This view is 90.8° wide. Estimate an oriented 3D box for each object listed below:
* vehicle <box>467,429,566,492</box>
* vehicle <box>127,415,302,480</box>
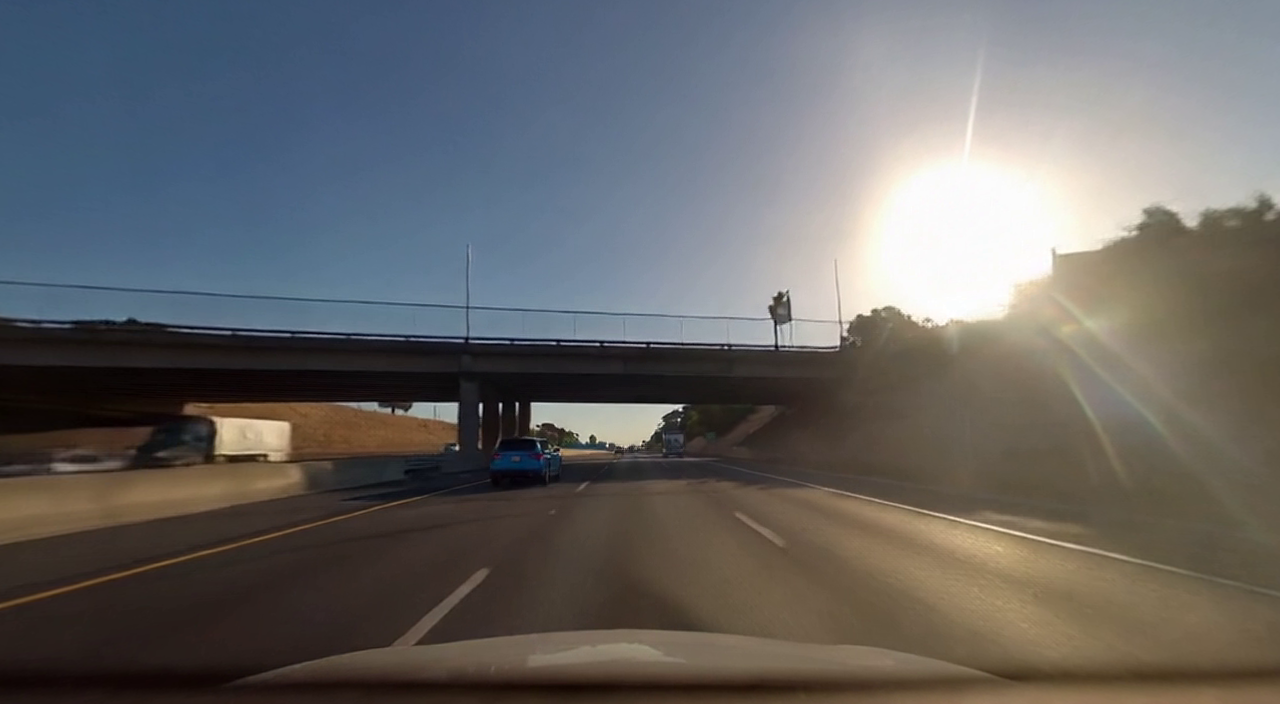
[{"bbox_3d":[-3.875,3.519,20.854,2.205,1.773,5.124,0,-9,0],"label":"vehicle"},{"bbox_3d":[-23.303,5.360,35.616,3.133,3.158,9.667,0,-9,0],"label":"vehicle"}]
